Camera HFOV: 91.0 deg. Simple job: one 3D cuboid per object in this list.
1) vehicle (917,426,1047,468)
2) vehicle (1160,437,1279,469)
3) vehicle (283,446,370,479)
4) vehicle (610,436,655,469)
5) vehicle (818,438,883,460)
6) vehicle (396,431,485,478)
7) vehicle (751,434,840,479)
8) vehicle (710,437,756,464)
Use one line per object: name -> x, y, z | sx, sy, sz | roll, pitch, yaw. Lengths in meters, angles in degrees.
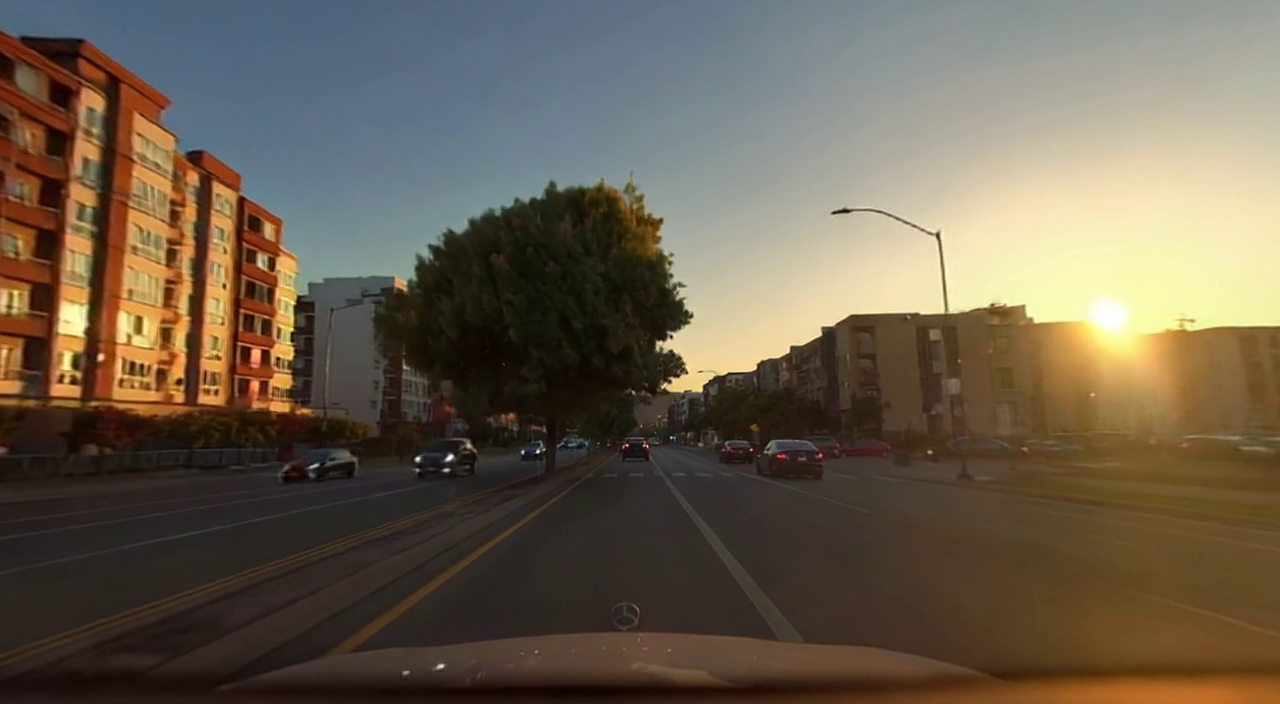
vehicle -> 17.679, 4.951, 32.718 | 5.388, 2.082, 2.328 | 1, -9, -4
vehicle -> 29.605, 5.150, 32.384 | 1.781, 1.507, 4.628 | 0, -8, 2
vehicle -> -15.800, 5.585, 32.047 | 1.977, 1.514, 4.720 | 0, -8, 0
vehicle -> -0.366, 5.092, 31.912 | 2.106, 1.553, 3.964 | 0, -8, -1
vehicle -> 16.628, 7.709, 49.995 | 2.194, 1.666, 4.576 | 4, -9, -27
vehicle -> -8.671, 4.526, 27.970 | 2.357, 1.894, 4.864 | 0, -8, 0
vehicle -> 5.961, 4.069, 24.799 | 2.121, 1.557, 4.898 | 0, -8, -1
vehicle -> 5.717, 6.137, 39.230 | 2.154, 1.554, 4.149 | 0, -8, -2
